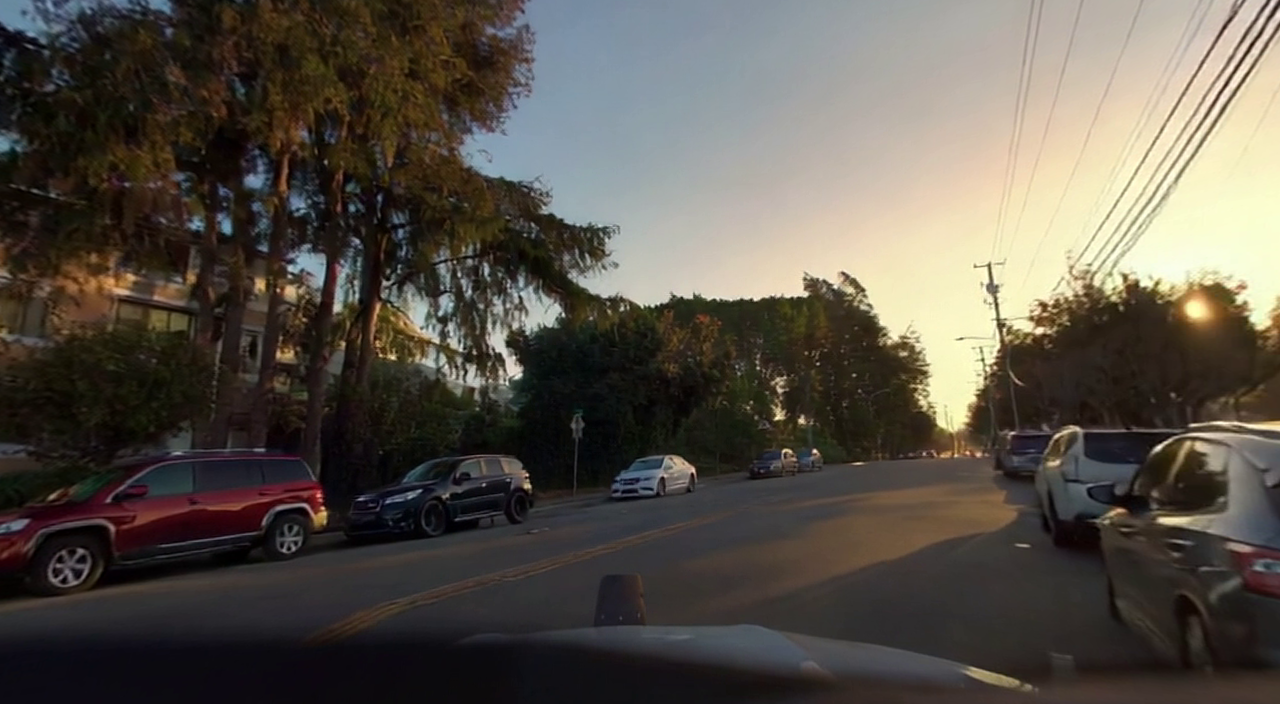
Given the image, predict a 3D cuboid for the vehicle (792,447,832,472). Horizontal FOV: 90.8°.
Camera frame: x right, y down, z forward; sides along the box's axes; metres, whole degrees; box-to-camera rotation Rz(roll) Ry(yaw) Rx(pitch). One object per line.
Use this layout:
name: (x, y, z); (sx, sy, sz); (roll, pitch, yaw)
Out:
vehicle: (13.463, 8.424, 49.251); (1.953, 1.699, 4.234); (-10, -15, 27)

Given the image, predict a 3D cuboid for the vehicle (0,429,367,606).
vehicle: (-6.768, 2.307, 9.216); (1.973, 1.848, 5.100); (-12, -14, 23)

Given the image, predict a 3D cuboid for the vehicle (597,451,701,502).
vehicle: (0.453, 4.770, 24.506); (2.017, 1.582, 4.664); (-11, -13, 26)

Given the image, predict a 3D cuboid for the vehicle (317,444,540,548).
vehicle: (-4.386, 3.092, 13.915); (2.068, 1.745, 4.579); (-11, -14, 23)

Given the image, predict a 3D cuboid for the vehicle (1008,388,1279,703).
vehicle: (3.522, 1.139, 3.698); (2.030, 1.535, 4.683); (-4, -9, 27)

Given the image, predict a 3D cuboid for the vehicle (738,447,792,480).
vehicle: (7.619, 6.645, 38.099); (2.011, 1.801, 4.676); (-4, -9, 26)
